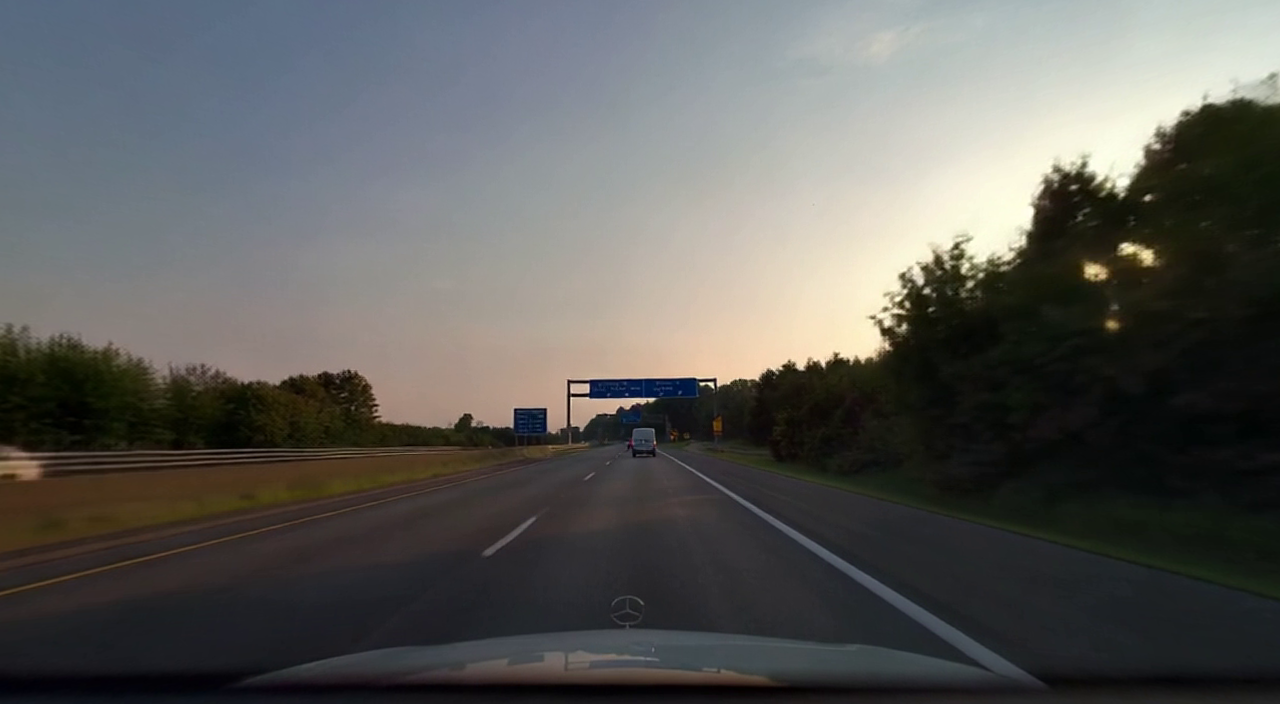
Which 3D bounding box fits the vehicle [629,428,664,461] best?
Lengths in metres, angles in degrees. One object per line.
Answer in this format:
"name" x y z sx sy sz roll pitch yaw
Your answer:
"vehicle" 0.434 6.513 44.299 2.277 2.109 4.922 0 -8 0
